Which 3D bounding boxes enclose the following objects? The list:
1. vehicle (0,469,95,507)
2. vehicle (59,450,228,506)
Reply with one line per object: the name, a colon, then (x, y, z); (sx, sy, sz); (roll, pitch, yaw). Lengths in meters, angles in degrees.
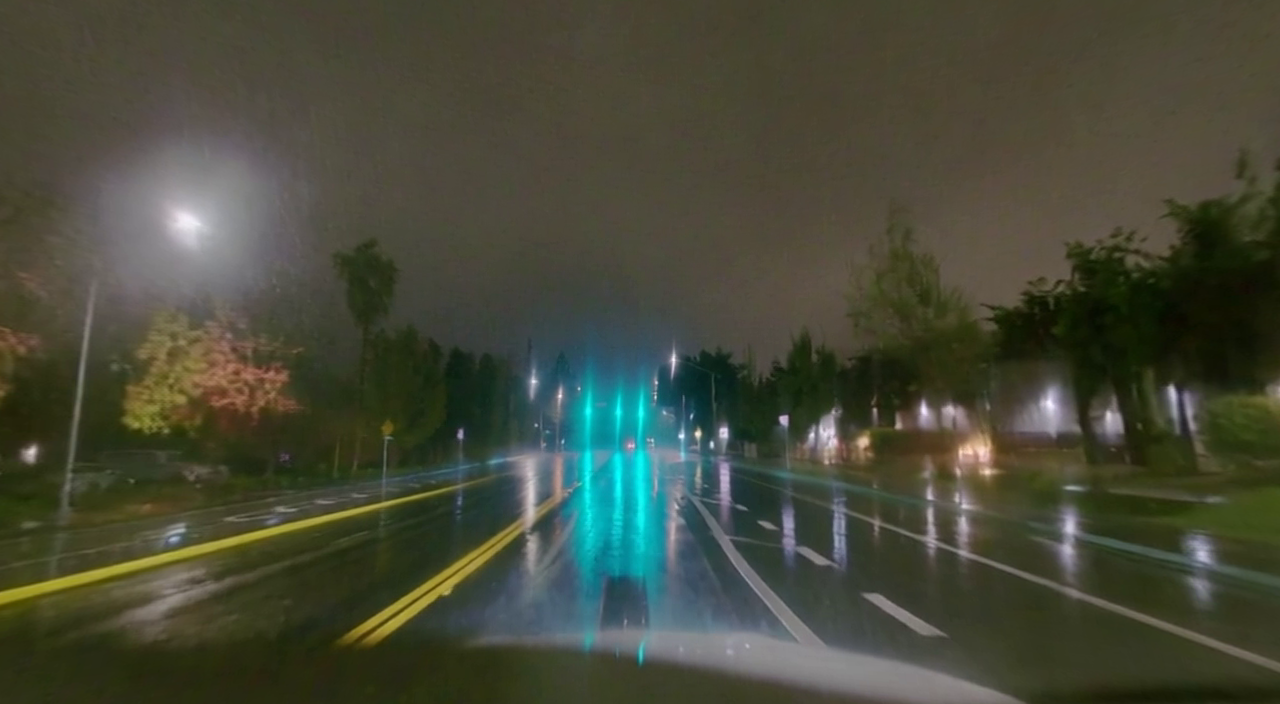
vehicle: (-27.763, 6.048, 28.150); (4.696, 1.518, 2.224); (0, -8, -2)
vehicle: (-21.929, 5.557, 27.986); (5.841, 1.902, 2.244); (-5, -9, 4)
